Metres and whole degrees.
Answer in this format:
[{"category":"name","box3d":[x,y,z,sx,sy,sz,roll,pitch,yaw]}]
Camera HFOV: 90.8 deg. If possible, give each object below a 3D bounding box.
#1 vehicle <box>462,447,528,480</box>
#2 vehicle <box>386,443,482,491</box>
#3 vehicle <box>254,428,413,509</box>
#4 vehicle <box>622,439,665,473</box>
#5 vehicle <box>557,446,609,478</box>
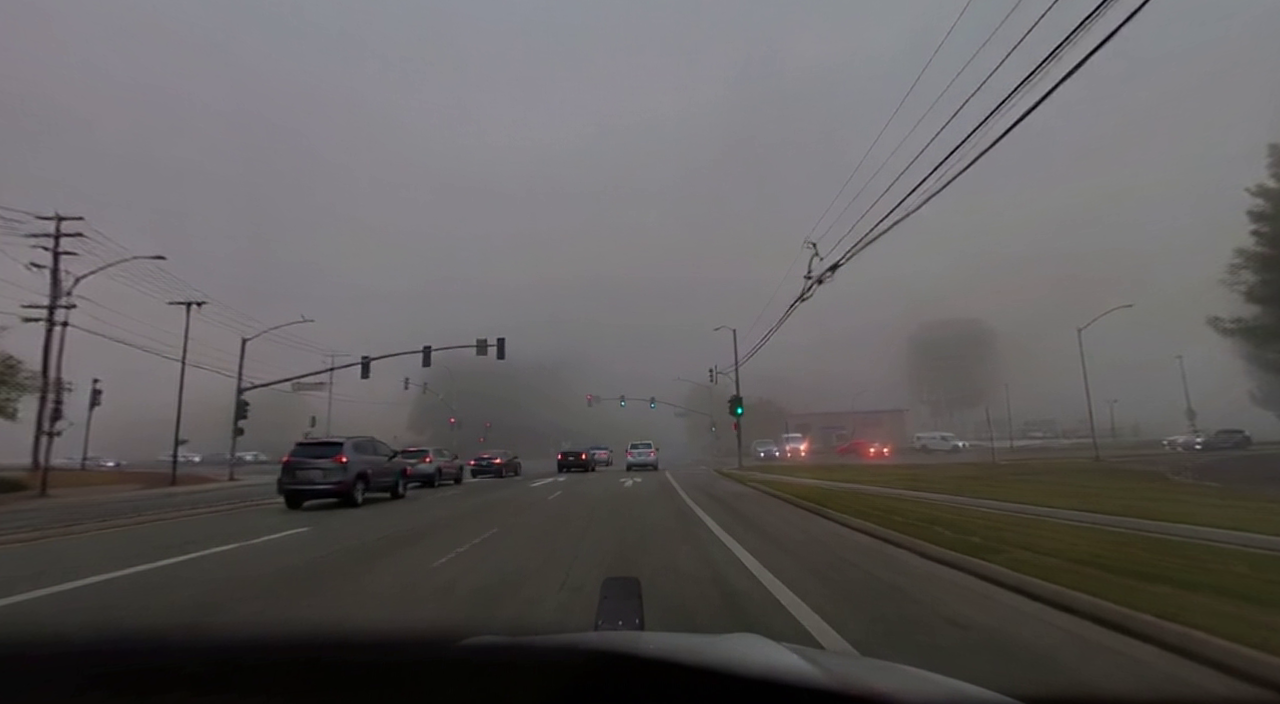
[{"category":"vehicle","box3d":[-6.942,5.362,30.683,1.904,1.449,4.580,0,-8,3]},{"category":"vehicle","box3d":[-7.466,4.178,23.379,1.912,1.573,4.299,0,-8,3]},{"category":"vehicle","box3d":[-7.443,2.857,15.902,1.860,1.754,4.089,0,-8,1]},{"category":"vehicle","box3d":[0.292,6.079,37.211,2.276,1.850,3.897,-1,-8,4]},{"category":"vehicle","box3d":[-2.763,5.462,31.691,2.064,1.464,4.373,0,-8,2]}]
